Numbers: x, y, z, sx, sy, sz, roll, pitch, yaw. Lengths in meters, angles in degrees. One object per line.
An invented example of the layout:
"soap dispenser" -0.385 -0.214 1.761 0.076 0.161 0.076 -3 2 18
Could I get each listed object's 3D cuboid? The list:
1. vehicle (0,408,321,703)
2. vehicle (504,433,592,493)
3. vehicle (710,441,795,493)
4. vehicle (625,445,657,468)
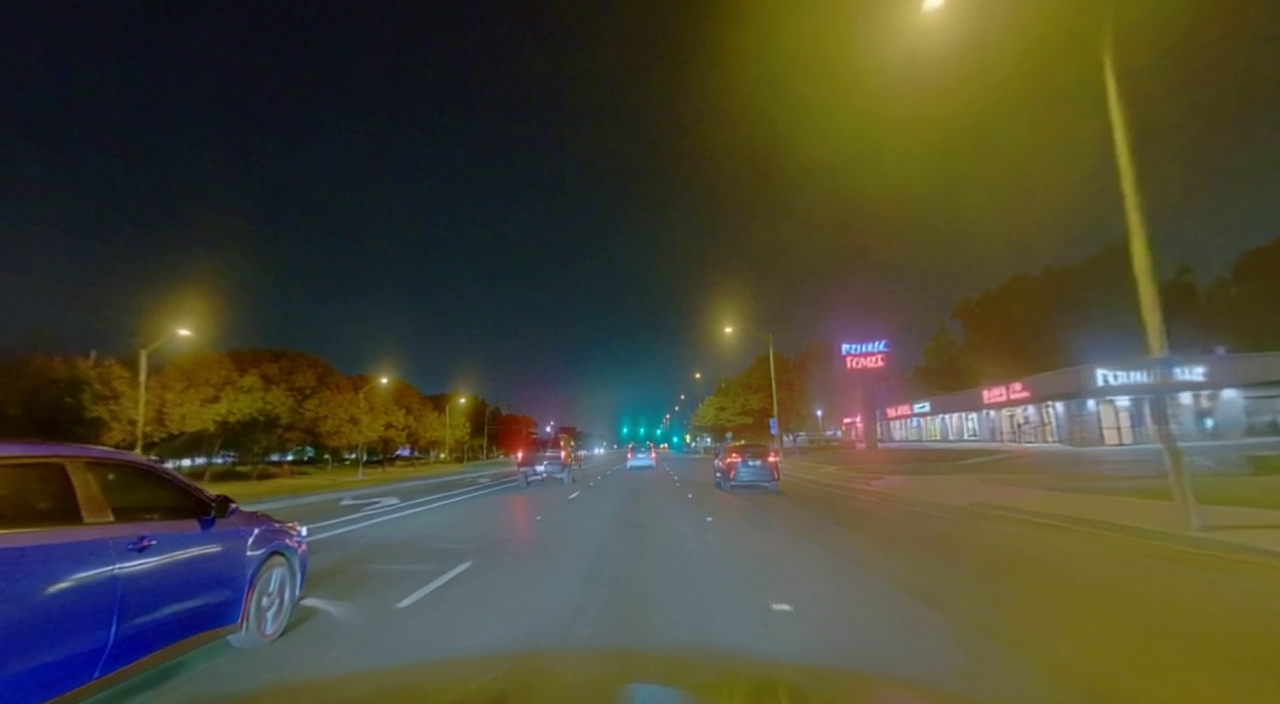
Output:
"vehicle" -3.221 0.899 1.943 1.956 1.460 4.802 0 -8 0
"vehicle" -2.953 3.695 21.336 2.193 1.788 4.603 0 -8 1
"vehicle" 3.479 3.628 20.299 1.904 1.490 4.299 0 -8 -1
"vehicle" 0.051 7.042 42.601 2.069 1.445 3.965 0 -8 0
